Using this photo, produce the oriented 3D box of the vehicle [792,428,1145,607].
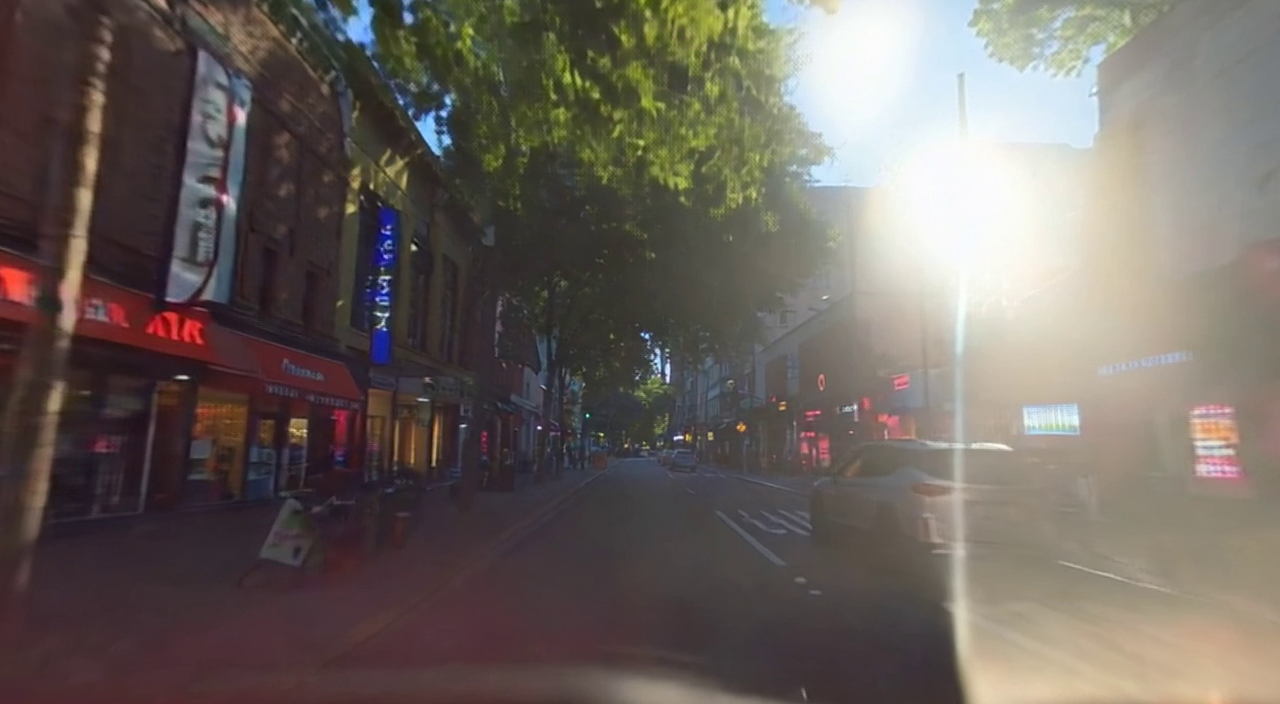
[{"bbox_3d":[3.442,1.795,7.826,1.971,1.559,4.326,0,-9,-1],"label":"vehicle"}]
